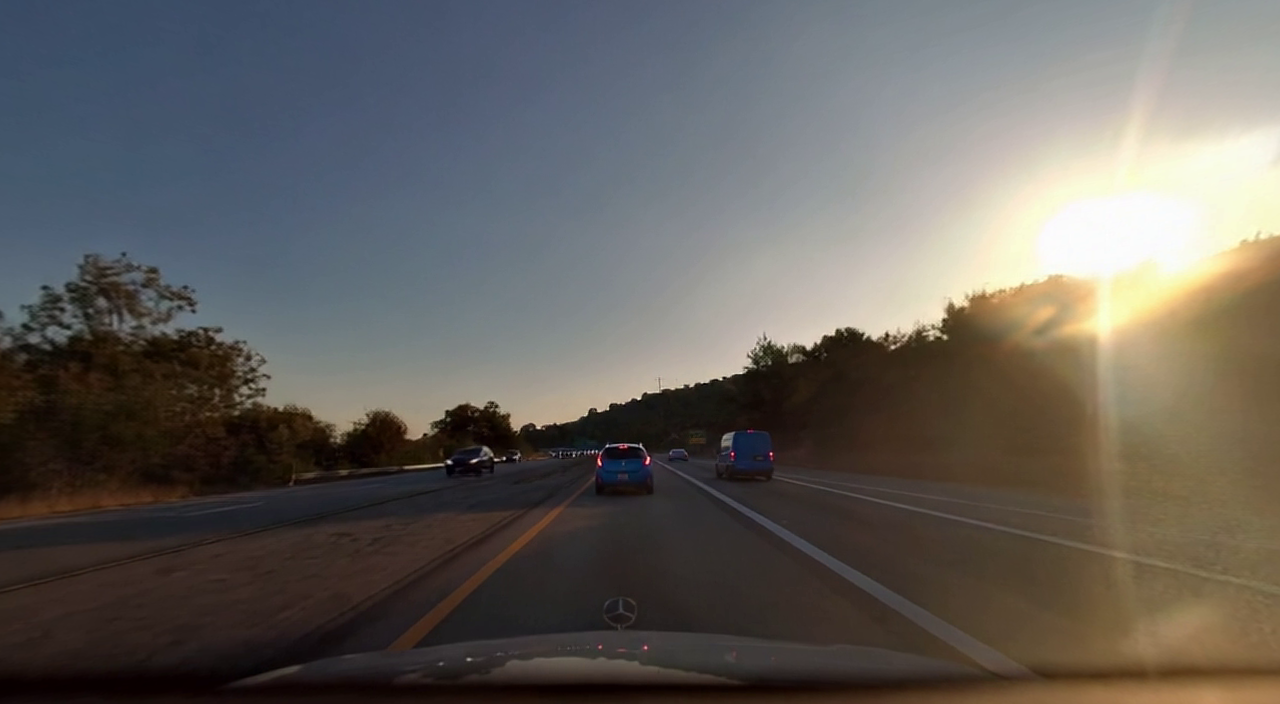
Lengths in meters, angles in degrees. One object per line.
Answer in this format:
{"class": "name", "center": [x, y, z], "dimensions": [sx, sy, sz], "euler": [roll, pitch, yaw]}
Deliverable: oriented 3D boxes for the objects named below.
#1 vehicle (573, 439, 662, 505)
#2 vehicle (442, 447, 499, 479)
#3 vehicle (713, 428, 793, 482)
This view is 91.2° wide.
{"class": "vehicle", "center": [-0.518, 3.037, 16.269], "dimensions": [2.029, 1.483, 3.769], "euler": [0, -9, 0]}
{"class": "vehicle", "center": [-8.812, 5.775, 32.879], "dimensions": [1.851, 1.542, 4.150], "euler": [0, -9, 0]}
{"class": "vehicle", "center": [4.439, 4.153, 25.458], "dimensions": [2.261, 1.952, 4.784], "euler": [0, -9, -1]}
